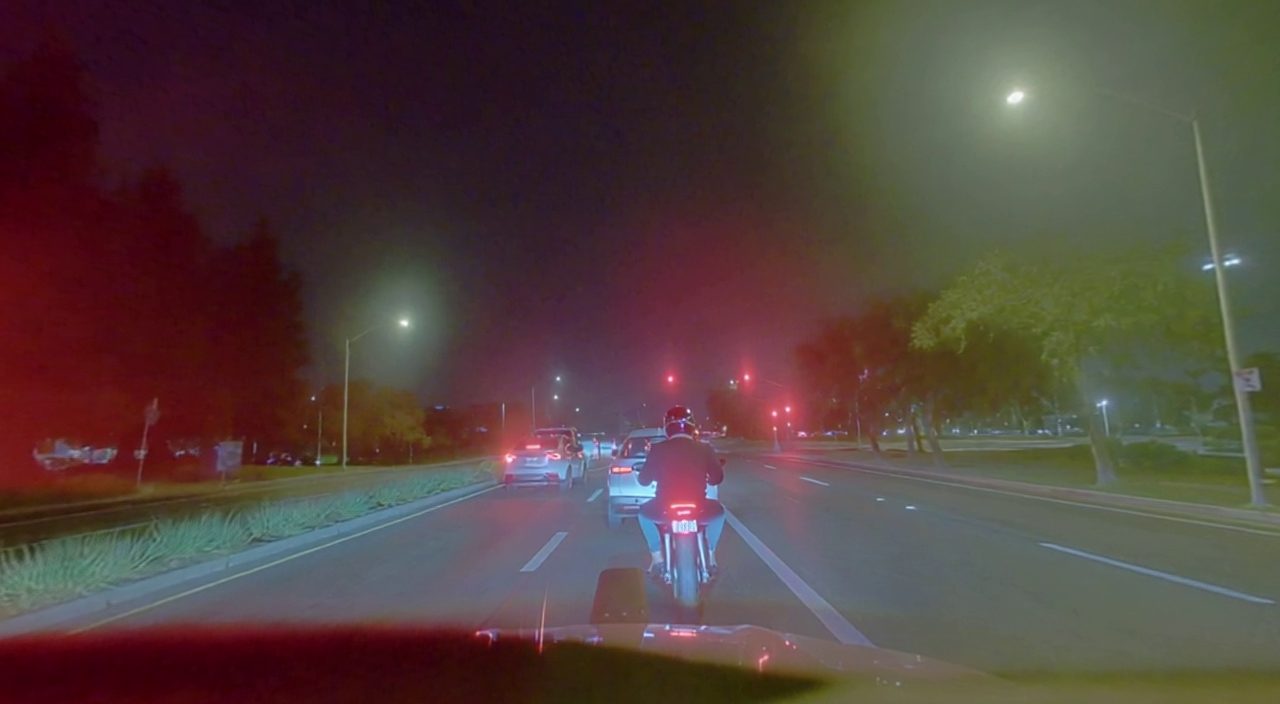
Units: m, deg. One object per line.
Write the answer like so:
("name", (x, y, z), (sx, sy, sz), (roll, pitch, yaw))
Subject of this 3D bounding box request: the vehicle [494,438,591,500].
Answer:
("vehicle", (-2.556, 3.176, 17.501), (1.979, 1.499, 3.840), (-1, -8, 2))

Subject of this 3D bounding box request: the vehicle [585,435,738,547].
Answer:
("vehicle", (0.330, 2.175, 10.680), (2.009, 1.450, 4.608), (-1, -8, 1))
